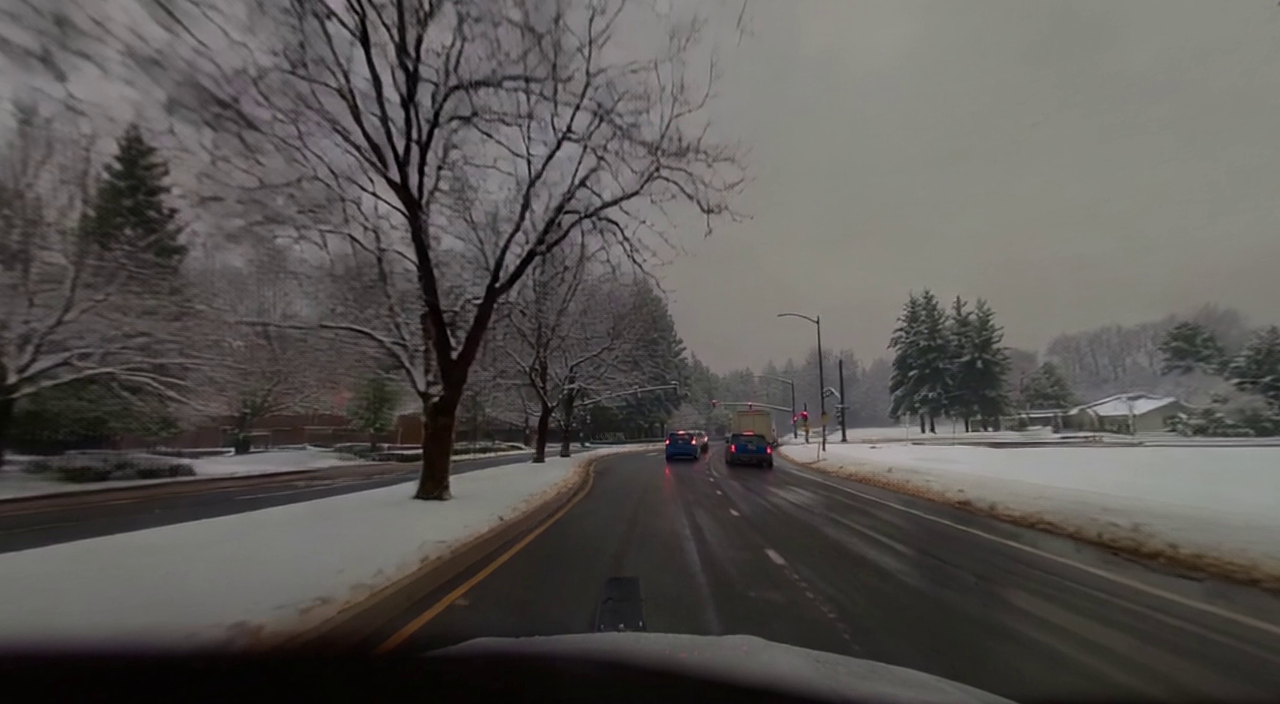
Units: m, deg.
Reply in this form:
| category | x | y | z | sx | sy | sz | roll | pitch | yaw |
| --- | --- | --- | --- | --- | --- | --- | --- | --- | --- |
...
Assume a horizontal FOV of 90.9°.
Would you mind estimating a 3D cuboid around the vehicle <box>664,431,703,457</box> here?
| category | x | y | z | sx | sy | sz | roll | pitch | yaw |
| --- | --- | --- | --- | --- | --- | --- | --- | --- | --- |
| vehicle | 2.756 | 5.714 | 39.281 | 2.066 | 1.482 | 4.273 | -1 | -8 | 8 |

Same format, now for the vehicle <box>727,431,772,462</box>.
| category | x | y | z | sx | sy | sz | roll | pitch | yaw |
| --- | --- | --- | --- | --- | --- | --- | --- | --- | --- |
| vehicle | 5.670 | 4.920 | 33.037 | 1.989 | 1.497 | 4.436 | -1 | -8 | 6 |
